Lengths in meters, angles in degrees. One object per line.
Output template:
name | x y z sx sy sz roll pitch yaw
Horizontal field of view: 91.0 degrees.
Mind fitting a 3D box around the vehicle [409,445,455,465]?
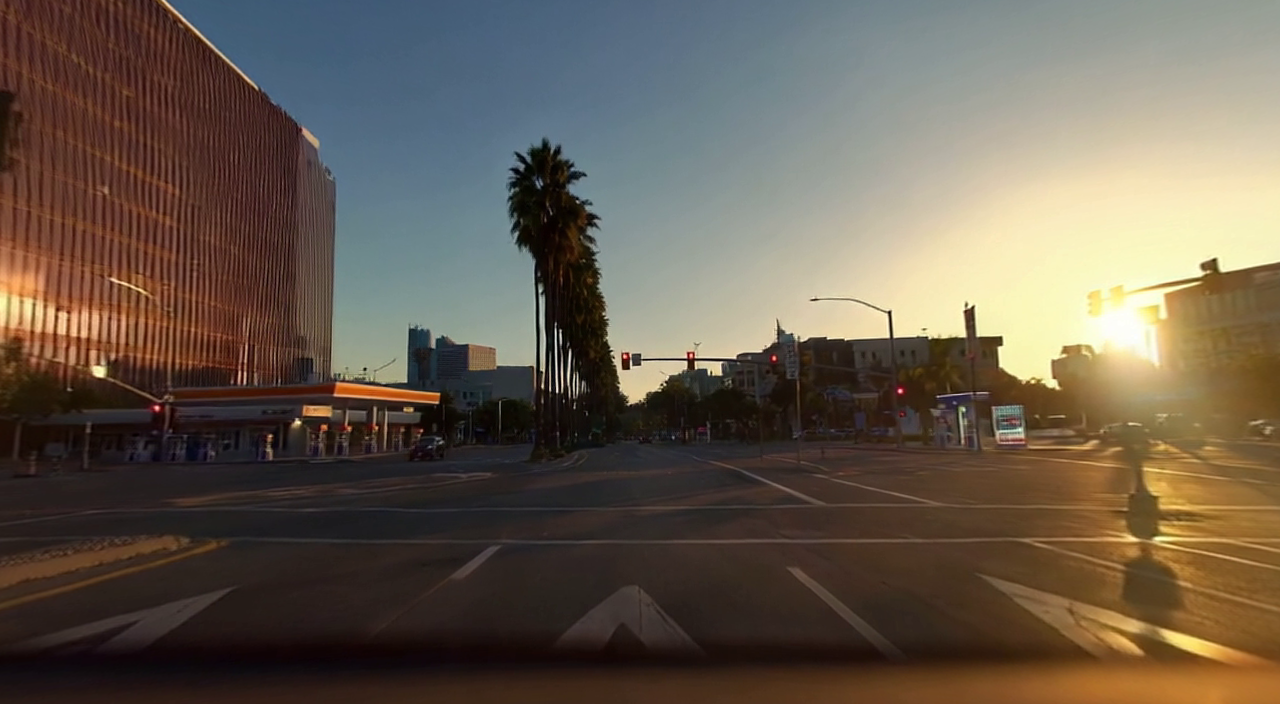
vehicle | -16.396 8.112 49.897 2.033 1.467 4.504 0 -8 1
